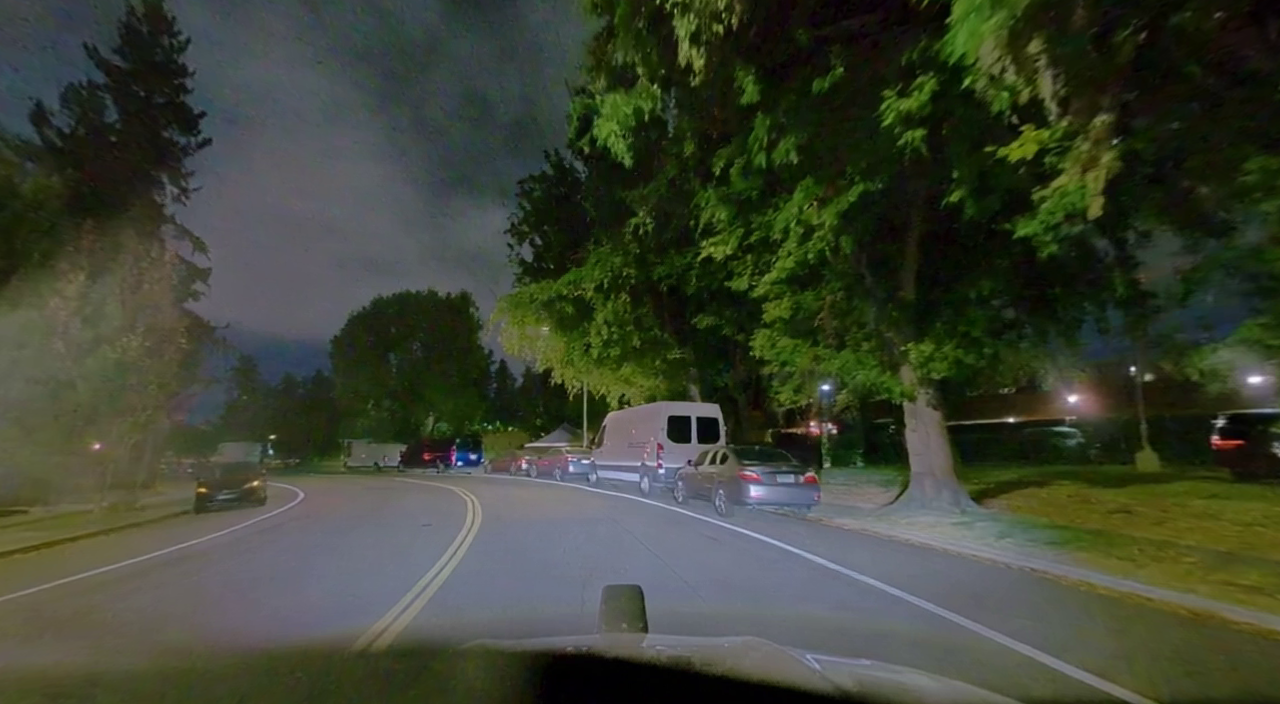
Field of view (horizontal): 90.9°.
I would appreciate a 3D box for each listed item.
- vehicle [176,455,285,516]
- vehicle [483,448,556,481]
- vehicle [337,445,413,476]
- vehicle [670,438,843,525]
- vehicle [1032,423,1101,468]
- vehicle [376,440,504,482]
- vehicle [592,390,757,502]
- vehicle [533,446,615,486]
[{"bbox_3d":[-11.700,3.776,18.301,1.985,1.485,3.820,3,-9,-24],"label":"vehicle"},{"bbox_3d":[-6.139,5.604,31.722,1.957,1.479,4.554,6,-10,-34],"label":"vehicle"},{"bbox_3d":[-19.272,7.806,45.652,6.647,2.035,2.309,-8,-11,41],"label":"vehicle"},{"bbox_3d":[2.150,2.556,13.119,1.891,1.466,4.362,2,-9,-14],"label":"vehicle"},{"bbox_3d":[17.762,3.890,26.165,1.830,1.648,4.635,-9,-12,37],"label":"vehicle"},{"bbox_3d":[-12.822,6.844,39.603,10.370,2.164,3.041,-10,-11,43],"label":"vehicle"},{"bbox_3d":[0.652,2.819,18.978,2.406,2.689,6.916,3,-9,-20],"label":"vehicle"},{"bbox_3d":[-2.857,4.657,26.174,1.961,1.456,4.569,4,-9,-25],"label":"vehicle"}]
